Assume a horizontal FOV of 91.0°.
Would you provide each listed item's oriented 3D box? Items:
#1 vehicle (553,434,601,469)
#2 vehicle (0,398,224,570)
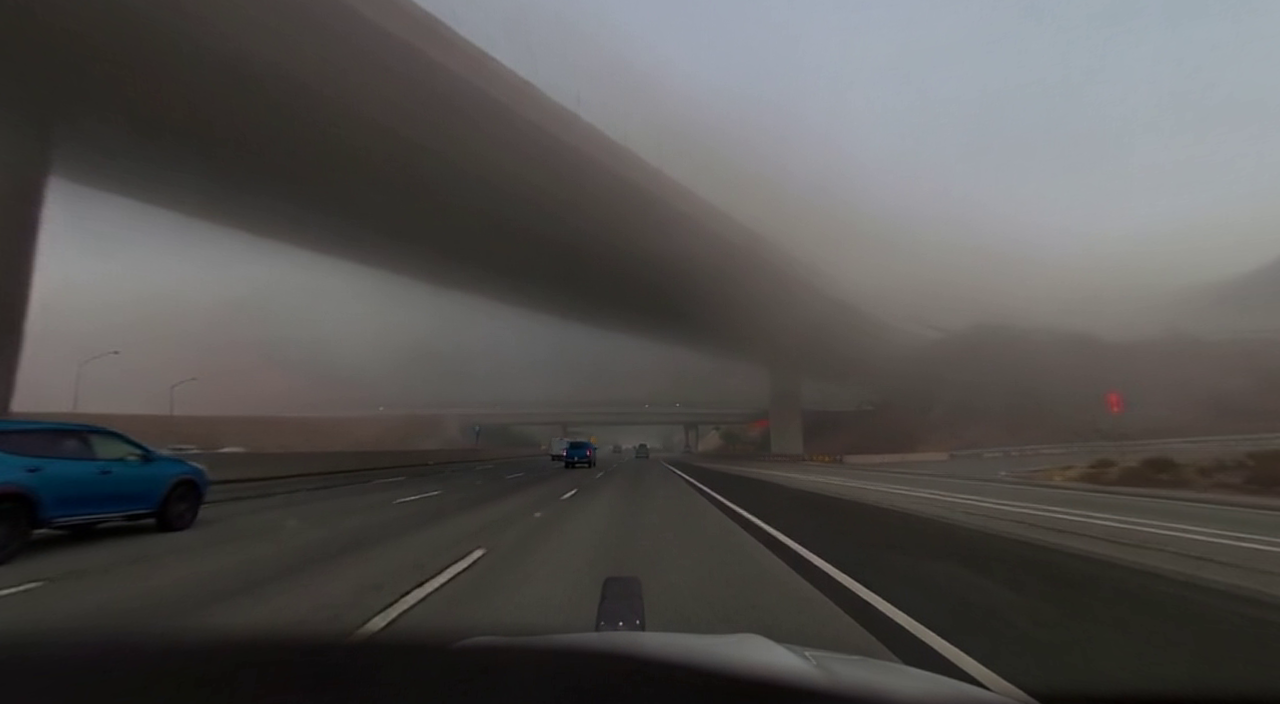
[{"bbox_3d":[-3.569,5.781,36.722,2.144,1.847,4.850,0,-8,1],"label":"vehicle"},{"bbox_3d":[-7.468,1.460,7.263,2.092,1.712,4.627,0,-8,1],"label":"vehicle"}]
